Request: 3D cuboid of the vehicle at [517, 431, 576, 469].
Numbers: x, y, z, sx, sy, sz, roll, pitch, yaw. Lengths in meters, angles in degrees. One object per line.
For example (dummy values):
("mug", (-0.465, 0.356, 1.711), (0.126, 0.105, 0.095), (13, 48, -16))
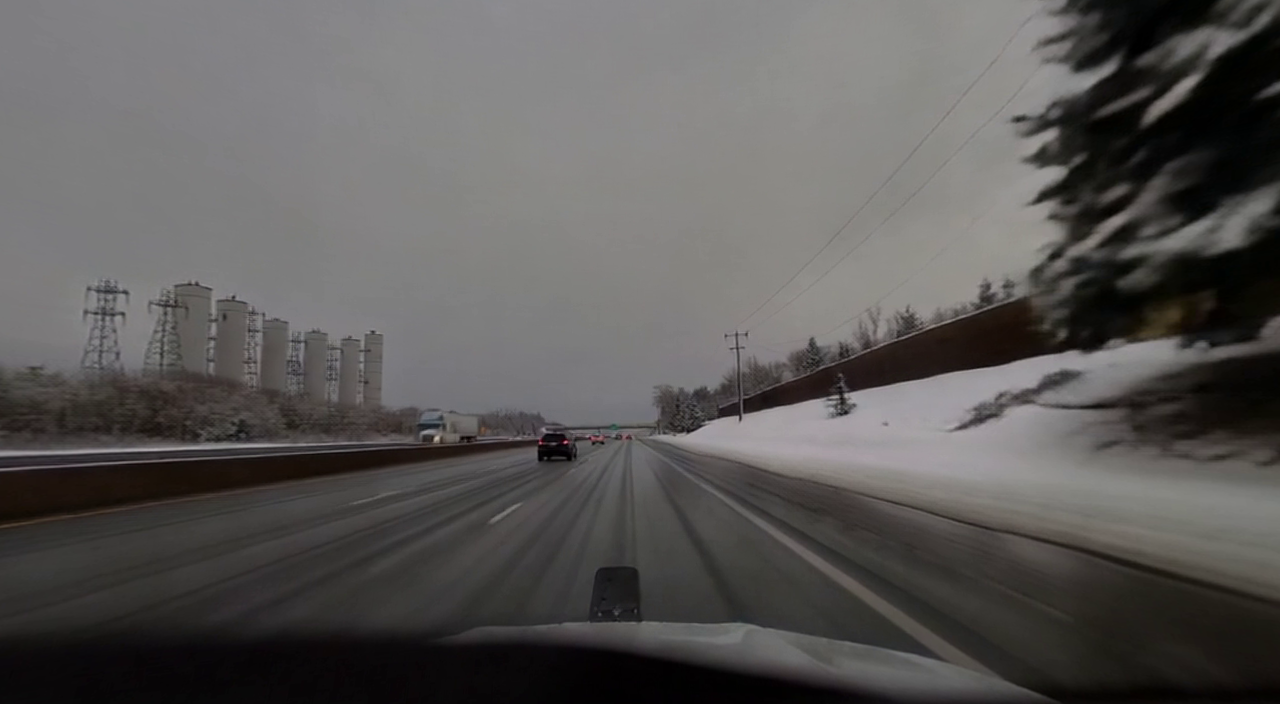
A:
("vehicle", (-3.875, 4.118, 26.701), (1.952, 1.462, 3.969), (0, -8, -1))
